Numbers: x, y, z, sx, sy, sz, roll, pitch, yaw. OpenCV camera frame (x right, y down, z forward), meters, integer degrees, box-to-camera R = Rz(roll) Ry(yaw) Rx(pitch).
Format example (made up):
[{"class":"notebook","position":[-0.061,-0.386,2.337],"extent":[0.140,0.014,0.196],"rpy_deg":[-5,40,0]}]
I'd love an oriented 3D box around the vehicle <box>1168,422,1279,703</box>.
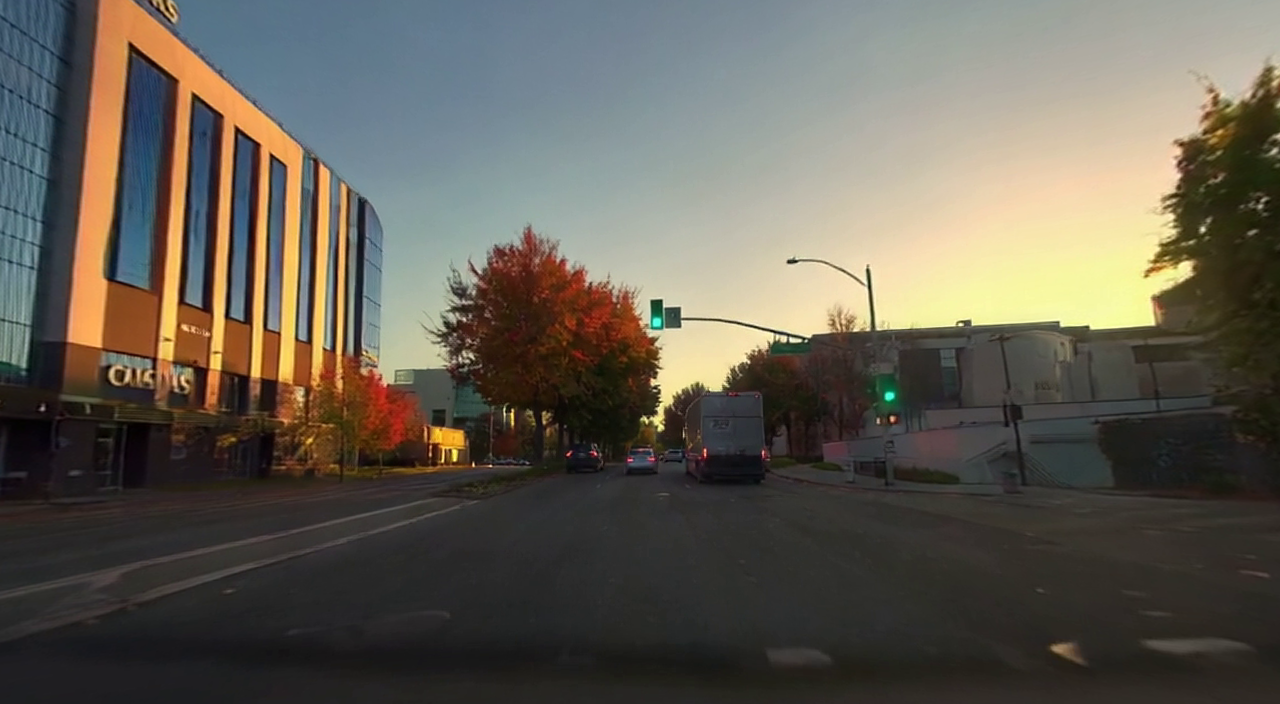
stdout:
[{"class":"vehicle","position":[3.689,0.726,0.731],"extent":[1.915,1.449,4.970],"rpy_deg":[0,-9,1]}]

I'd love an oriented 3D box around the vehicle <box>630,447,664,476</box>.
[{"class":"vehicle","position":[0.407,6.211,35.958],"extent":[1.846,1.528,4.348],"rpy_deg":[0,-9,1]}]

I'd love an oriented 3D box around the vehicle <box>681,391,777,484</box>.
[{"class":"vehicle","position":[3.902,4.223,30.612],"extent":[3.003,3.680,10.684],"rpy_deg":[0,-9,-1]}]

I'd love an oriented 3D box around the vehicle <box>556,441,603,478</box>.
[{"class":"vehicle","position":[-3.314,5.954,35.184],"extent":[2.035,1.867,4.607],"rpy_deg":[-1,-9,2]}]
